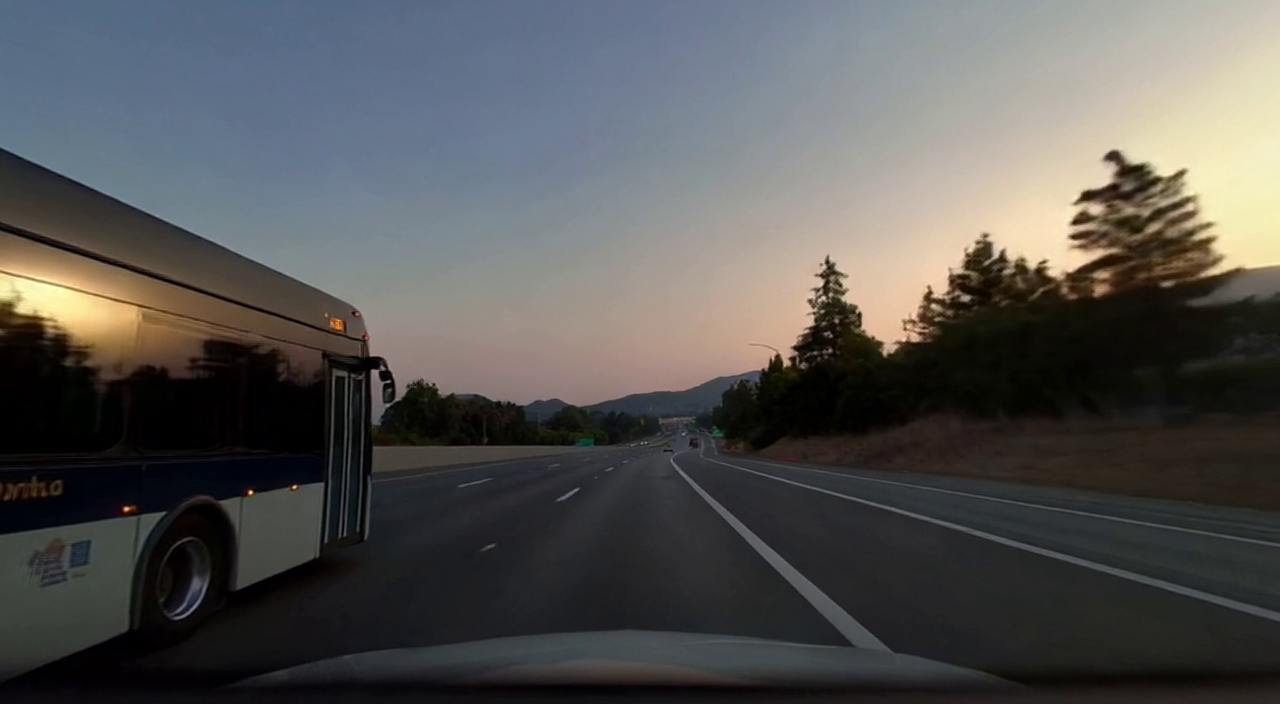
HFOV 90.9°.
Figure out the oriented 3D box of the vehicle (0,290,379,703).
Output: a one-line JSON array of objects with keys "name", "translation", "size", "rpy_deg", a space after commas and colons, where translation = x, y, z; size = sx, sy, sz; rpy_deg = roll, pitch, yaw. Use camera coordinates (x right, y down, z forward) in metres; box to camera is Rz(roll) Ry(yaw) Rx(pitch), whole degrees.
[{"name": "vehicle", "translation": [-4.047, 0.929, 4.422], "size": [2.127, 1.985, 5.205], "rpy_deg": [-1, -8, 1]}]
